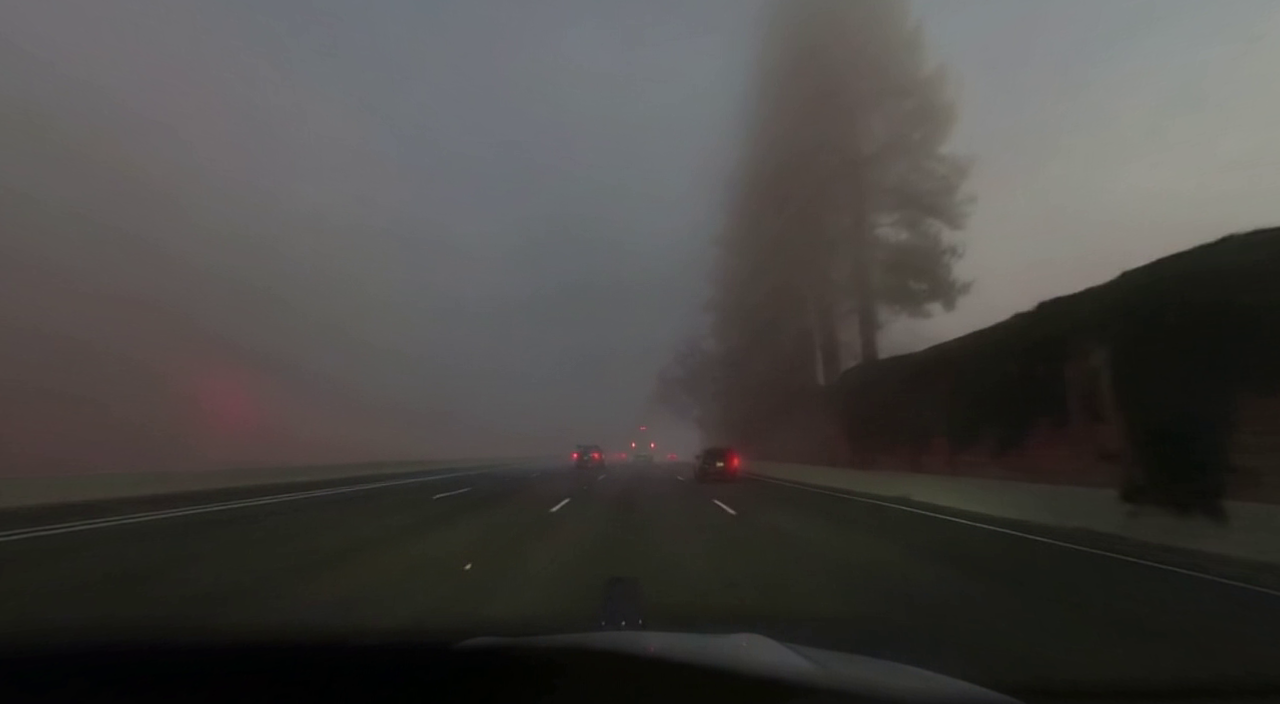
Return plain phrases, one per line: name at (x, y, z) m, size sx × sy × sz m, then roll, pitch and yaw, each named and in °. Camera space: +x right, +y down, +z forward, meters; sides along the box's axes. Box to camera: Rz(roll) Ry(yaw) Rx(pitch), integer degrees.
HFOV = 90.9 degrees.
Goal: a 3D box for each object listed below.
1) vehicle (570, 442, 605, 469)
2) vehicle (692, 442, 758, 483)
vehicle at (-3.611, 7.255, 44.296) m, size 2.014 × 1.811 × 4.369 m, roll 0°, pitch -9°, yaw 1°
vehicle at (3.428, 4.563, 26.238) m, size 1.973 × 1.536 × 4.337 m, roll 0°, pitch -9°, yaw -2°
